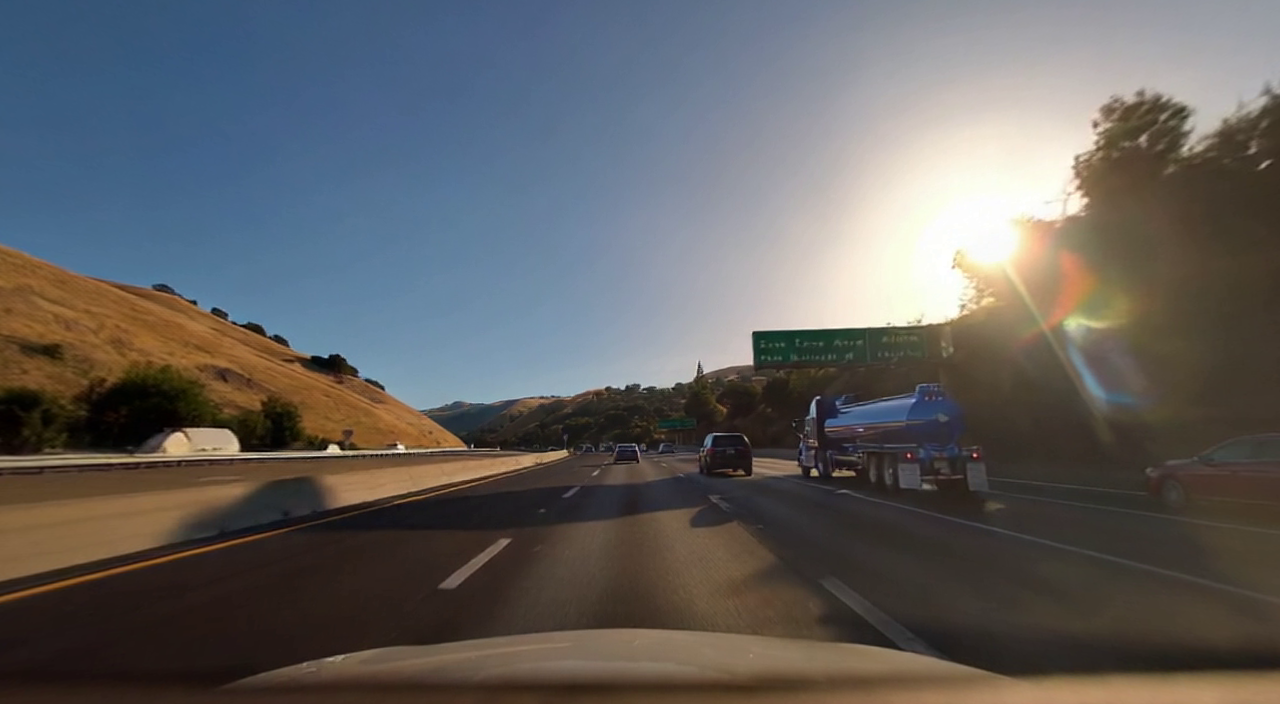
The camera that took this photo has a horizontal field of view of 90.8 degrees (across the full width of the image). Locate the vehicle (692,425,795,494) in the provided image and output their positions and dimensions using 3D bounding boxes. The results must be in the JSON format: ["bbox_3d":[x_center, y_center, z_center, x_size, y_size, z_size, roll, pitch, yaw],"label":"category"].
[{"bbox_3d":[2.891,3.139,18.767,2.098,1.794,4.561,0,-9,-2],"label":"vehicle"}]

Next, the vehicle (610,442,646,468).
[{"bbox_3d":[-0.740,6.159,37.864,2.083,1.477,3.965,0,-9,-2],"label":"vehicle"}]

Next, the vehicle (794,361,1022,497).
[{"bbox_3d":[7.514,2.544,19.928,2.805,3.212,9.978,0,-9,0],"label":"vehicle"}]

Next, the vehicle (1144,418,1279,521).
[{"bbox_3d":[11.181,1.907,10.276,2.008,1.624,4.667,0,-9,-1],"label":"vehicle"}]
